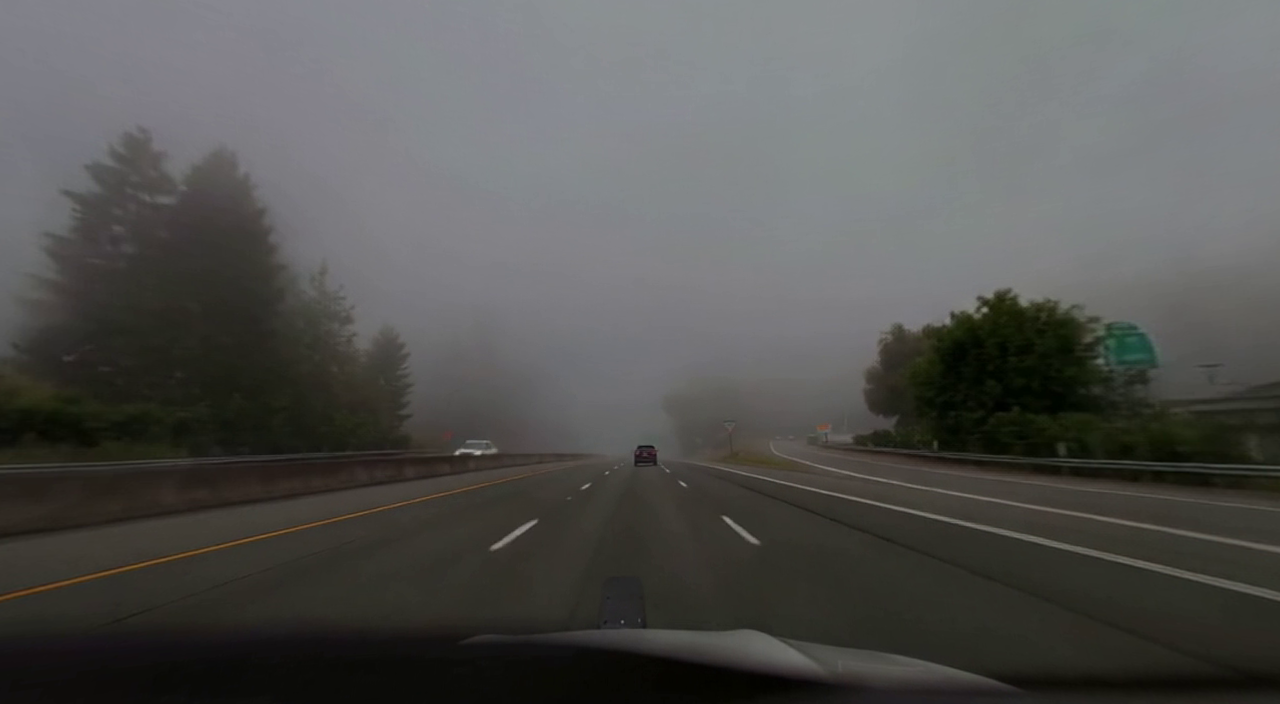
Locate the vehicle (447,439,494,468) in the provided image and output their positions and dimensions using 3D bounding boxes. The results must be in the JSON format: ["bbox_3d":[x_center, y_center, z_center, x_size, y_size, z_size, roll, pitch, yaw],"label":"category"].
[{"bbox_3d":[-12.282,7.405,45.892,2.102,1.955,4.656,0,-9,0],"label":"vehicle"}]

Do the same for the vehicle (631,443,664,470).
[{"bbox_3d":[0.483,6.983,42.066,2.087,1.682,4.388,0,-9,1],"label":"vehicle"}]
